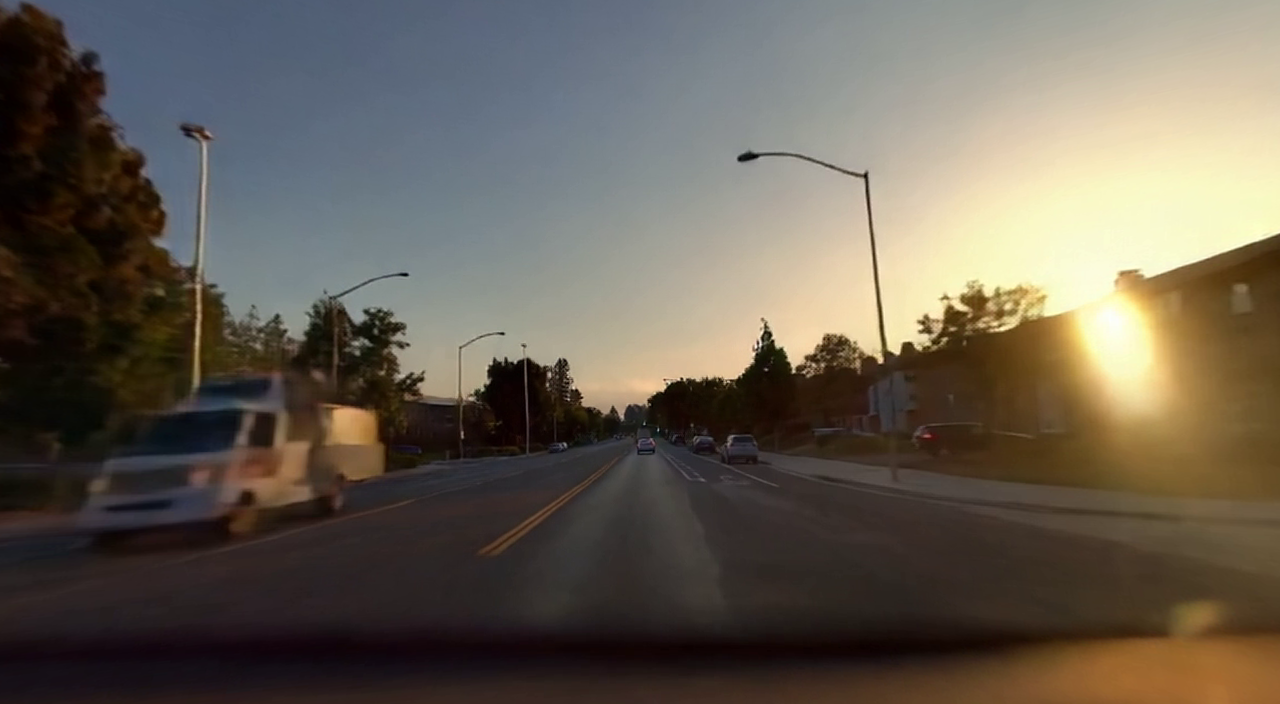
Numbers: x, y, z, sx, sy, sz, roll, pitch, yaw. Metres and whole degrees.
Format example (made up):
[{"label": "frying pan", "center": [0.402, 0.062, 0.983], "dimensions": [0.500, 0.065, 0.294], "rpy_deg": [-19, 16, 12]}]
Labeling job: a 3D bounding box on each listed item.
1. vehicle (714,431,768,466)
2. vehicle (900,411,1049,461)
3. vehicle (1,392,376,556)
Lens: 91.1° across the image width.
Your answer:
[{"label": "vehicle", "center": [5.395, 5.217, 34.125], "dimensions": [2.140, 1.739, 4.721], "rpy_deg": [0, -8, 0]}, {"label": "vehicle", "center": [13.400, 3.398, 25.347], "dimensions": [4.674, 1.557, 2.288], "rpy_deg": [-4, -8, -6]}, {"label": "vehicle", "center": [-7.652, 2.160, 11.977], "dimensions": [2.413, 2.267, 6.252], "rpy_deg": [0, -8, 1]}]
